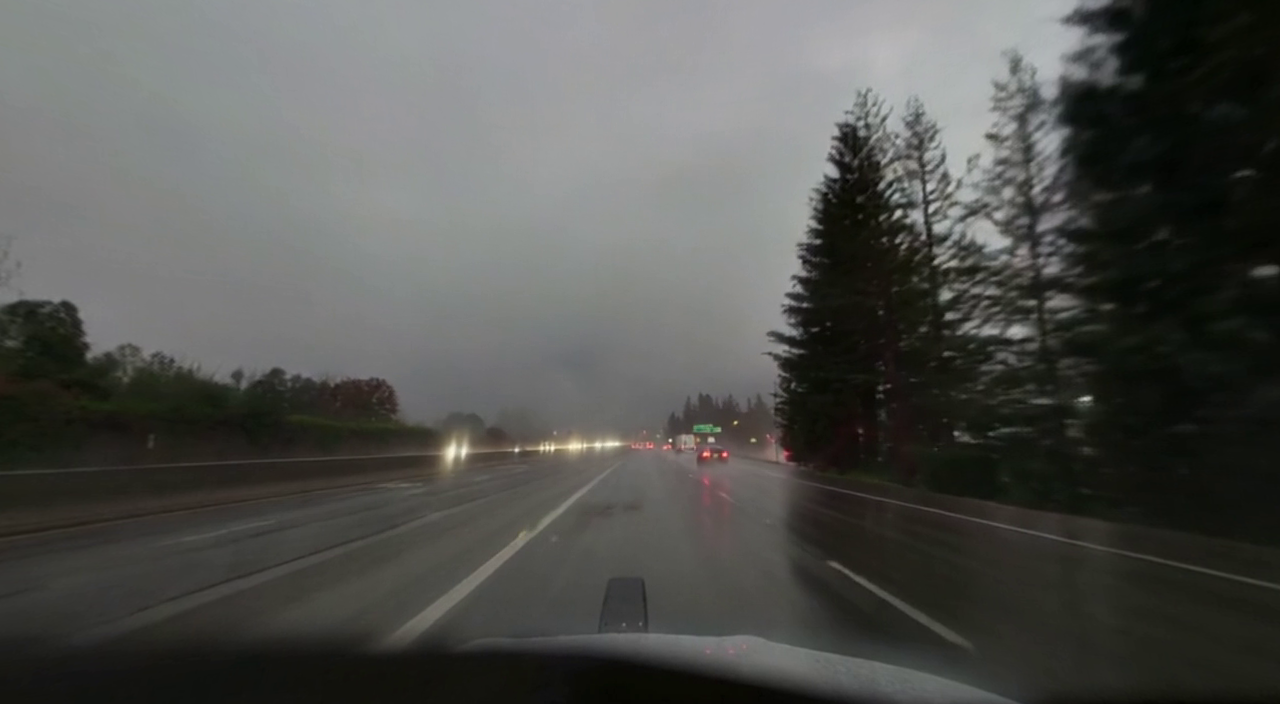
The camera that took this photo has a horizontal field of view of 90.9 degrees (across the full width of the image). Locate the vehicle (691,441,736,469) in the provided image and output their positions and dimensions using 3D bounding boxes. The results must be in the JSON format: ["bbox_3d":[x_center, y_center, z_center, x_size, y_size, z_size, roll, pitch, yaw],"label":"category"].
[{"bbox_3d":[4.223,6.004,36.836,2.062,1.518,4.026,0,-8,-1],"label":"vehicle"}]
